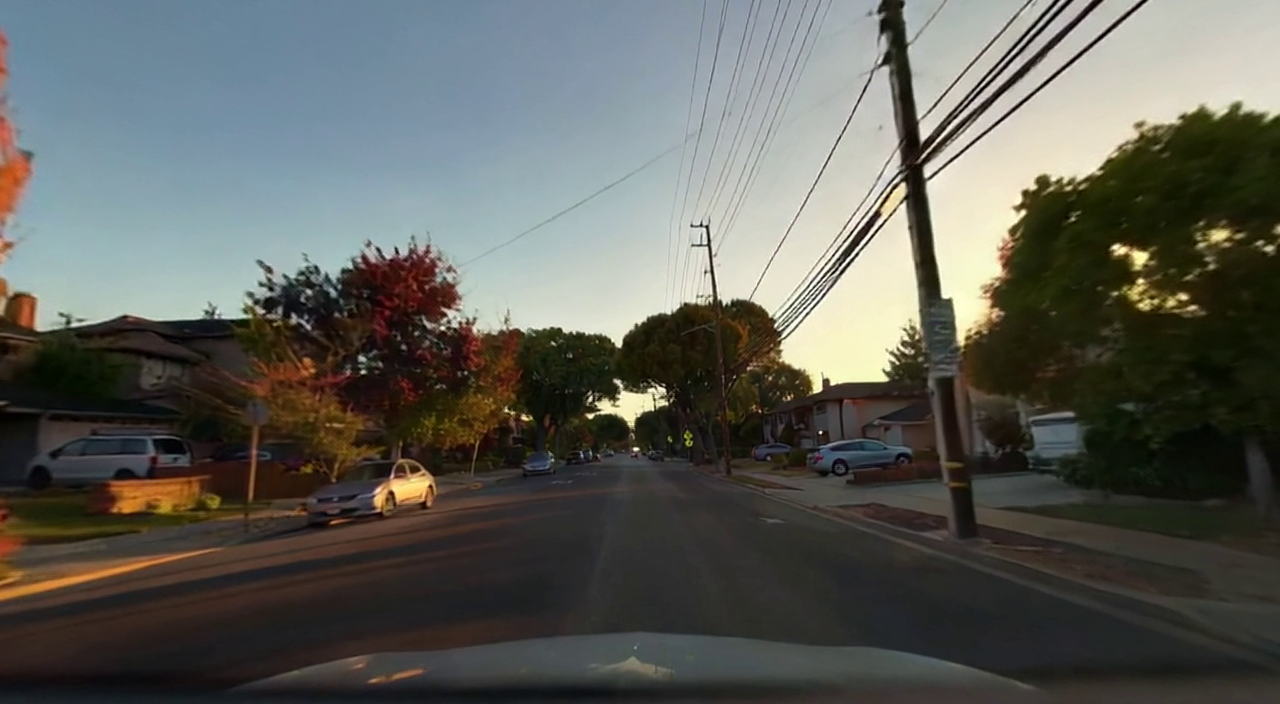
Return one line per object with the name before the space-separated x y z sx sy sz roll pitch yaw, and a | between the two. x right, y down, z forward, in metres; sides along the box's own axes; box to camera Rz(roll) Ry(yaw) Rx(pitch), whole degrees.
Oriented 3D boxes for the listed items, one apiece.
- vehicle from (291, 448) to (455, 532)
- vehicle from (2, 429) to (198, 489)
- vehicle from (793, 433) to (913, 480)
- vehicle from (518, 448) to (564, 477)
vehicle | -6.203 3.195 15.365 2.022 1.550 4.669 -4 -9 -1
vehicle | -17.180 3.424 20.377 4.123 1.787 2.194 2 -9 -10
vehicle | 10.040 4.938 30.029 4.822 1.864 2.100 -2 -8 -5
vehicle | -6.477 7.242 41.724 2.162 1.757 5.201 -2 -9 0
